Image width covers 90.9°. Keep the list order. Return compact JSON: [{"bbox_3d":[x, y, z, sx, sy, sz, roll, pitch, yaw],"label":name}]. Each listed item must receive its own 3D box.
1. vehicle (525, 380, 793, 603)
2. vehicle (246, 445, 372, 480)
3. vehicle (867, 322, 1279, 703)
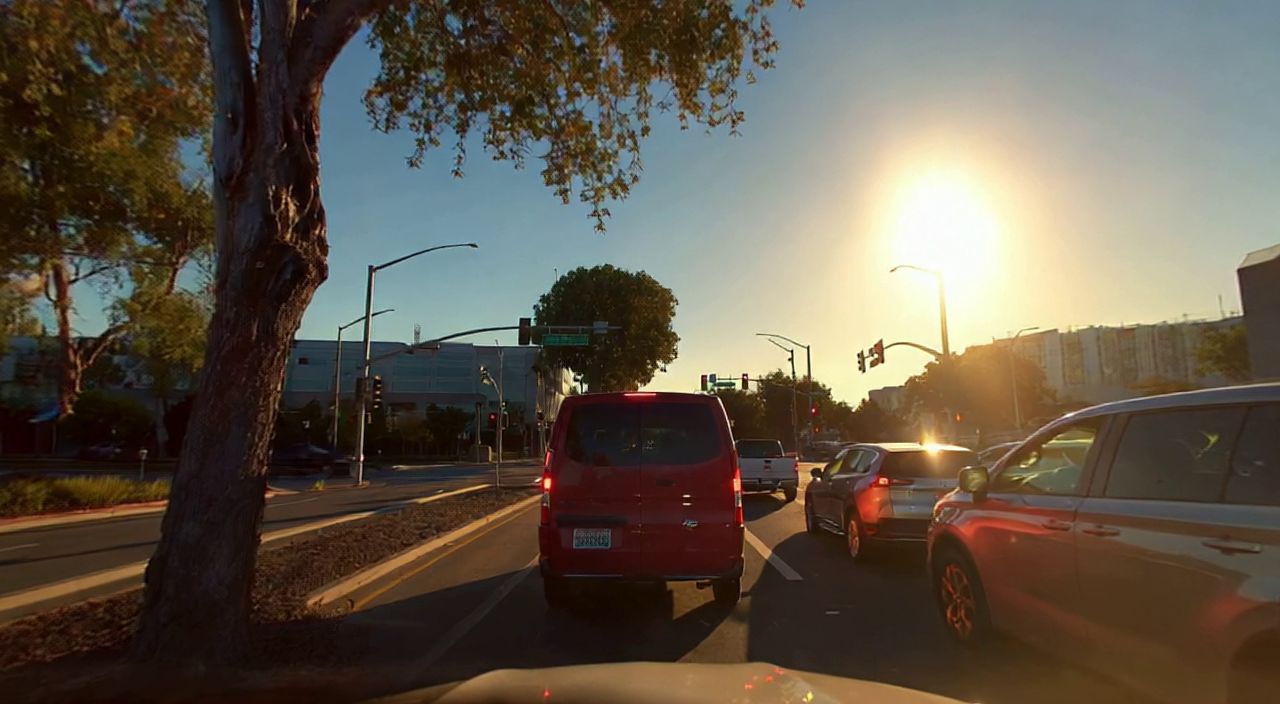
[{"bbox_3d":[0.167,1.466,7.442,2.185,1.822,4.391,0,-8,0],"label":"vehicle"},{"bbox_3d":[-15.448,5.164,29.618,4.789,1.514,1.866,1,-8,-5],"label":"vehicle"},{"bbox_3d":[2.898,0.948,3.183,1.971,1.663,4.287,0,-8,1],"label":"vehicle"}]
